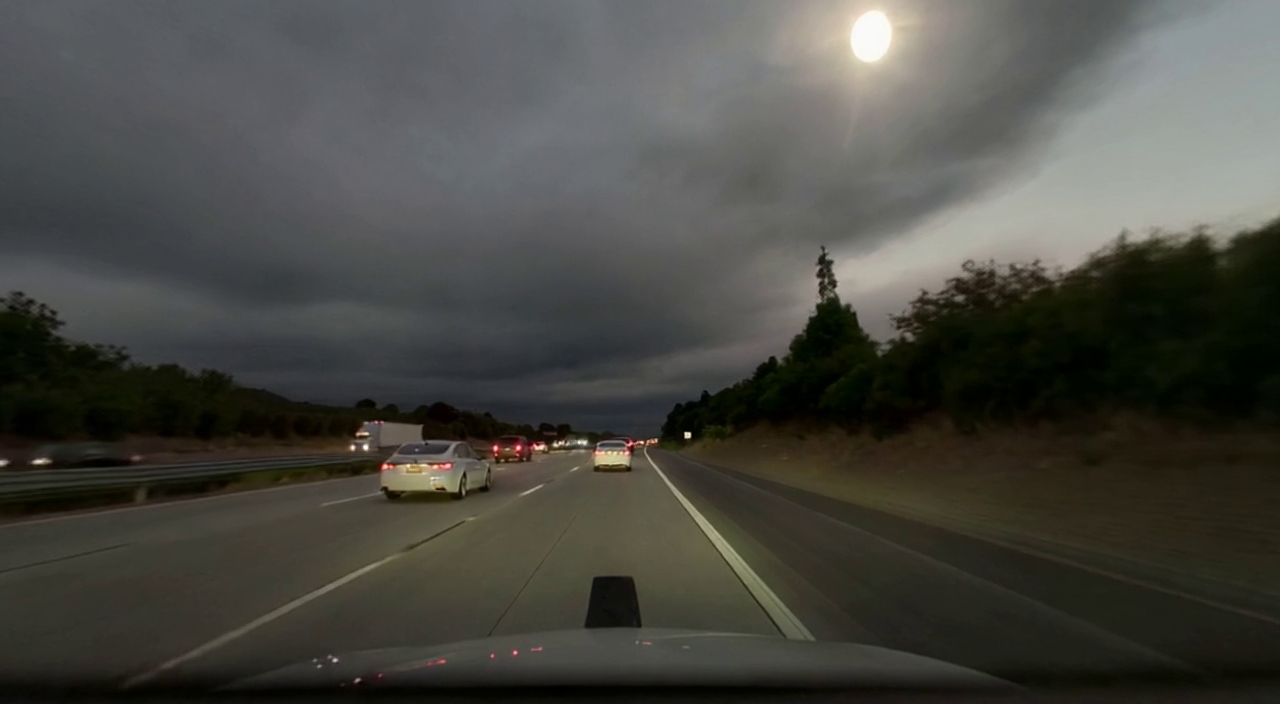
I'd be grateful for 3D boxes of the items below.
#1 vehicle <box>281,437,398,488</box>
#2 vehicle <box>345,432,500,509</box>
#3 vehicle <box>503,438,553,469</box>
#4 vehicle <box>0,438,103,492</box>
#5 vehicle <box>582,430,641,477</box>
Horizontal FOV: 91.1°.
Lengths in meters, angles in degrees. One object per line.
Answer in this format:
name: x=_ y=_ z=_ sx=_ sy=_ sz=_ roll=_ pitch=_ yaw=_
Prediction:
vehicle: x=-9.497 y=3.481 z=20.254 sx=1.850 sy=1.439 sz=3.932 roll=0 pitch=-8 yaw=0
vehicle: x=-4.703 y=2.600 z=14.414 sx=1.971 sy=1.464 sz=4.386 roll=0 pitch=-8 yaw=0
vehicle: x=-5.526 y=5.031 z=31.405 sx=1.835 sy=1.432 sz=3.835 roll=0 pitch=-8 yaw=0
vehicle: x=-21.899 y=3.887 z=21.900 sx=2.037 sy=1.740 sz=4.968 roll=0 pitch=-8 yaw=-1
vehicle: x=-1.073 y=3.970 z=24.930 sx=2.178 sy=1.658 sz=3.916 roll=0 pitch=-8 yaw=-1
